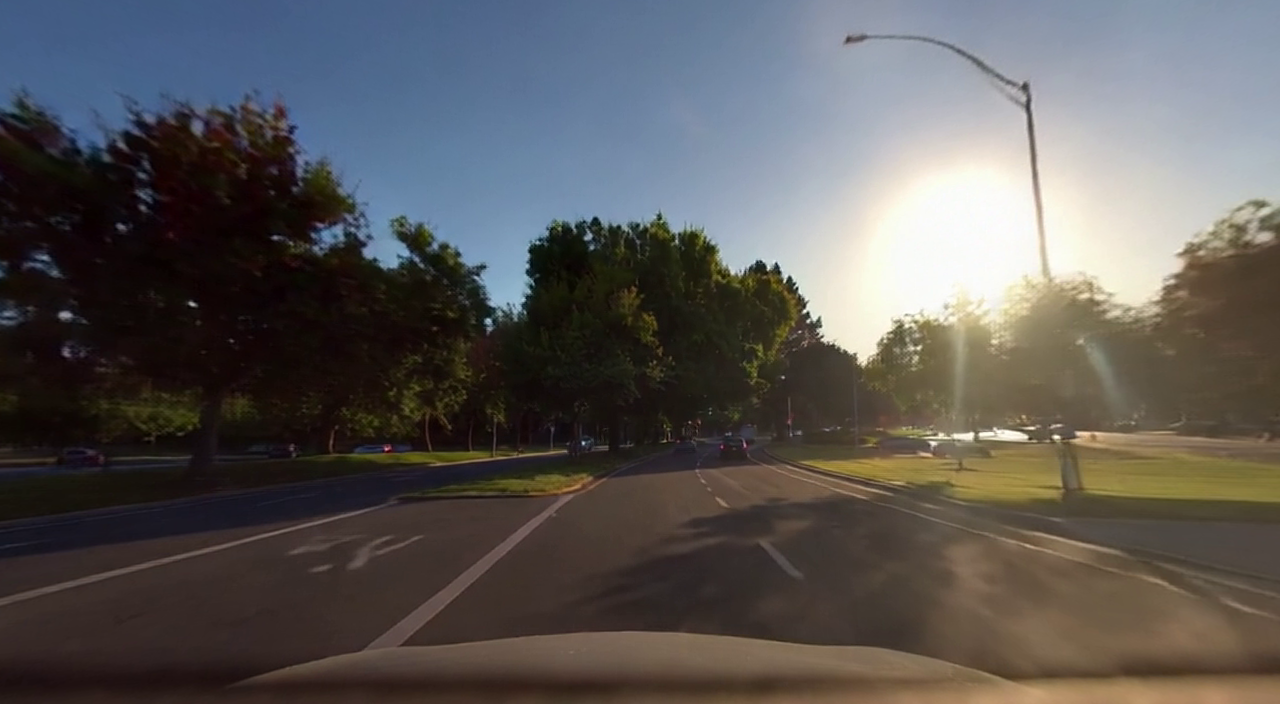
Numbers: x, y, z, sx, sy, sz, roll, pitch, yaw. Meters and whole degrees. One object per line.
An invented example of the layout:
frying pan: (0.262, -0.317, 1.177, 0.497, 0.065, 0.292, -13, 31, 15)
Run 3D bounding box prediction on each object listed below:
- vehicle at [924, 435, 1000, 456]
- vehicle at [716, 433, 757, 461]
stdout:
vehicle: (23.834, 6.937, 46.809, 4.322, 1.467, 2.457, 0, -8, 0)
vehicle: (5.595, 5.556, 36.967, 1.989, 1.497, 4.436, -1, -8, 4)
